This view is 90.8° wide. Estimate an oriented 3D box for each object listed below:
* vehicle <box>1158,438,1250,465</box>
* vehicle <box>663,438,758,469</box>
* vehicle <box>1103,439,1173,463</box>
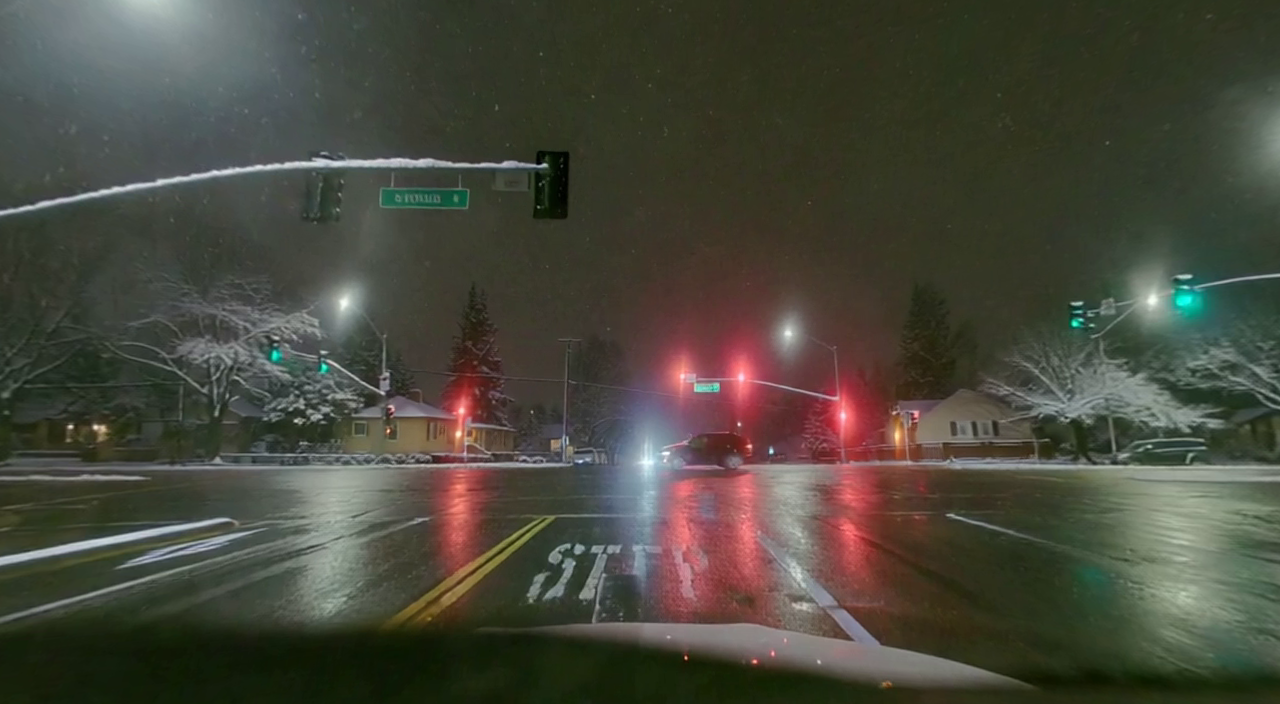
[{"bbox_3d":[39.099,6.930,43.955,1.915,1.773,4.499,1,-9,-7],"label":"vehicle"},{"bbox_3d":[3.469,5.097,31.726,4.560,1.463,1.858,-1,-9,2],"label":"vehicle"},{"bbox_3d":[38.483,7.652,48.991,1.853,1.723,4.460,0,-9,2],"label":"vehicle"}]
